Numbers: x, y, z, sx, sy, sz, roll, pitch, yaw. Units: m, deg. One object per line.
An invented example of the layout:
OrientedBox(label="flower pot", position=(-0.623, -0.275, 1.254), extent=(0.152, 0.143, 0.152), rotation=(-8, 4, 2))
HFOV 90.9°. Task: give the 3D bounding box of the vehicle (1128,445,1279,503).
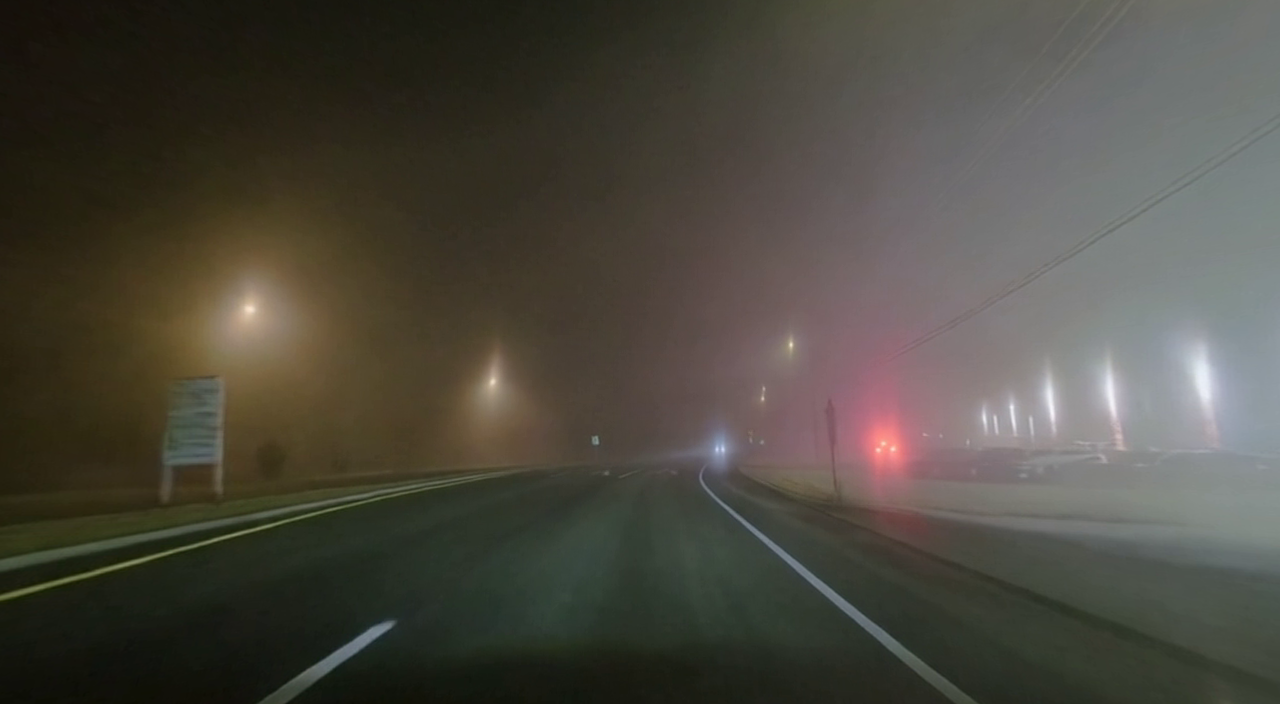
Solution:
OrientedBox(label="vehicle", position=(21.483, 4.420, 23.448), extent=(2.119, 1.874, 4.855), rotation=(2, -9, -13))

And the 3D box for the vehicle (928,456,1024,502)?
OrientedBox(label="vehicle", position=(14.125, 5.228, 26.391), extent=(4.456, 1.693, 2.017), rotation=(8, -12, -42))

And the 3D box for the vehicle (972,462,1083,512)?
OrientedBox(label="vehicle", position=(13.975, 4.775, 22.651), extent=(4.514, 1.495, 1.748), rotation=(6, -11, -36))

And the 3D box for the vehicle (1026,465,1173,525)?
OrientedBox(label="vehicle", position=(14.006, 4.247, 19.151), extent=(4.475, 1.492, 1.925), rotation=(5, -10, -31))
